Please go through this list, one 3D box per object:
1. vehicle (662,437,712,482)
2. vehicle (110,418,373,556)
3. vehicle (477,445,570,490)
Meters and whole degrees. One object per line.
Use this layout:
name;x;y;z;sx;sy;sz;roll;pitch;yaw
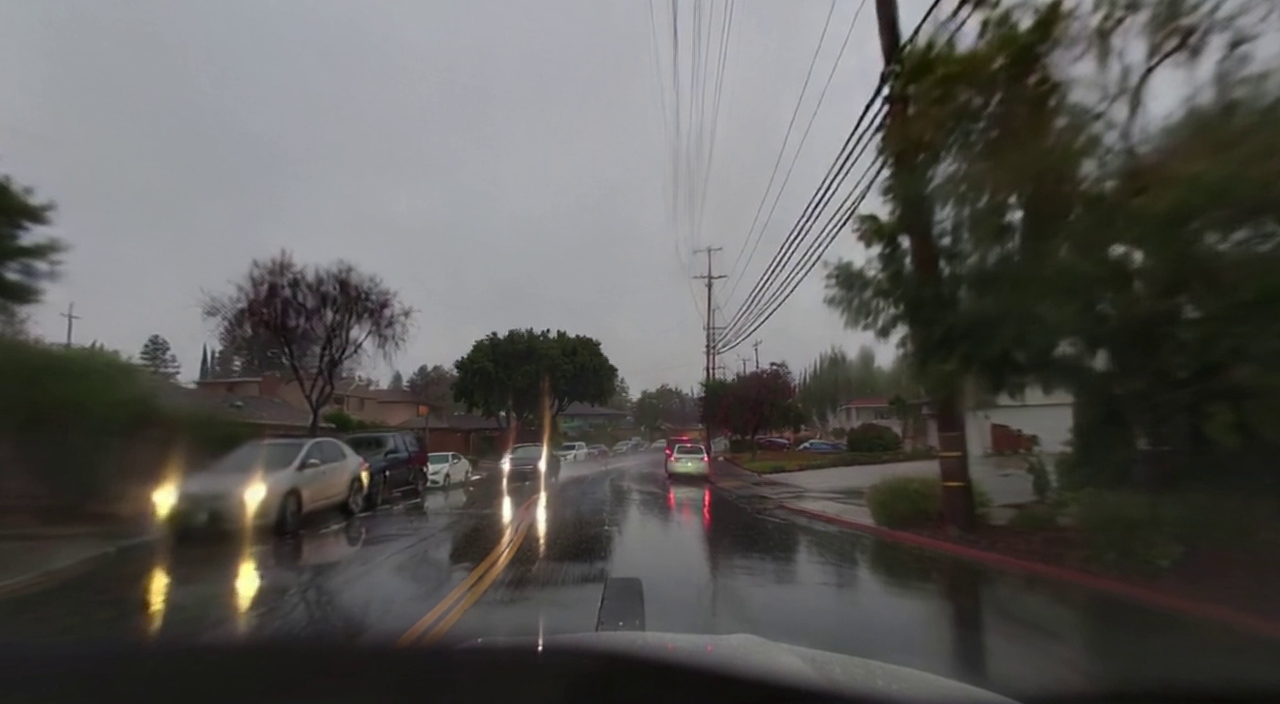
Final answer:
vehicle;2.095;4.783;28.423;2.032;1.810;5.047;-1;-9;4
vehicle;-7.416;2.549;12.755;2.312;2.032;5.585;-1;-9;-8
vehicle;-4.169;4.217;23.446;2.448;1.475;4.568;0;-9;2
